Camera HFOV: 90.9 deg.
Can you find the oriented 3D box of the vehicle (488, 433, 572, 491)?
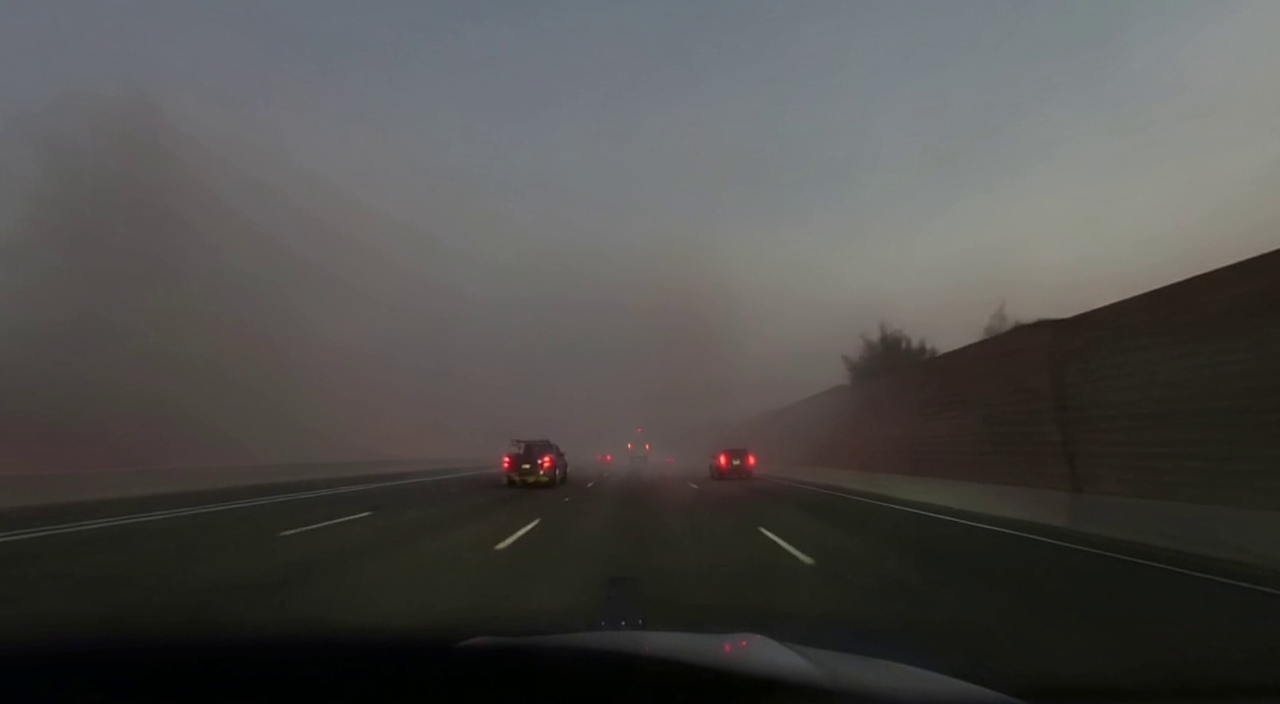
[{"bbox_3d":[-3.700,3.803,22.094,2.014,1.811,4.369,0,-9,2],"label":"vehicle"}]

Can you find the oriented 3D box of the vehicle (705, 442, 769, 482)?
[{"bbox_3d":[4.035,4.664,26.865,1.973,1.536,4.337,0,-9,-1],"label":"vehicle"}]
